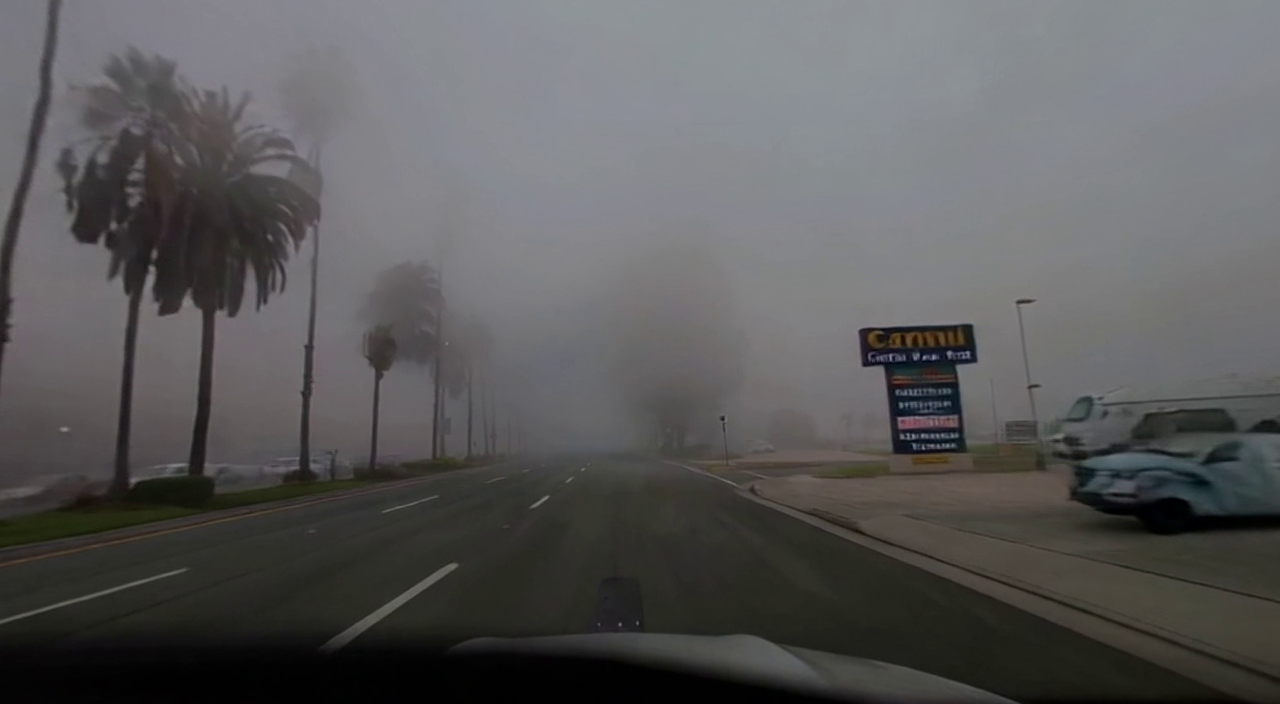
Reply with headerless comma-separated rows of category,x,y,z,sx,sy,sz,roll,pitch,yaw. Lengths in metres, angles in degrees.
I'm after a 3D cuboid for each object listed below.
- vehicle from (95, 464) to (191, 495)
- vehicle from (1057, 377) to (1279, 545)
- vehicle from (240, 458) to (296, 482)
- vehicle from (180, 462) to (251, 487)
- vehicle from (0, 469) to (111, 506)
vehicle,-27.823,7.113,35.585,1.861,1.474,4.719,0,-9,-5
vehicle,8.982,1.688,10.208,5.154,2.026,2.257,7,-12,-41
vehicle,-28.650,9.054,48.797,1.938,1.667,4.364,0,-9,-4
vehicle,-28.382,8.185,42.414,1.807,1.446,4.605,0,-9,-3
vehicle,-27.505,6.265,29.524,1.909,1.436,4.443,0,-9,-4
